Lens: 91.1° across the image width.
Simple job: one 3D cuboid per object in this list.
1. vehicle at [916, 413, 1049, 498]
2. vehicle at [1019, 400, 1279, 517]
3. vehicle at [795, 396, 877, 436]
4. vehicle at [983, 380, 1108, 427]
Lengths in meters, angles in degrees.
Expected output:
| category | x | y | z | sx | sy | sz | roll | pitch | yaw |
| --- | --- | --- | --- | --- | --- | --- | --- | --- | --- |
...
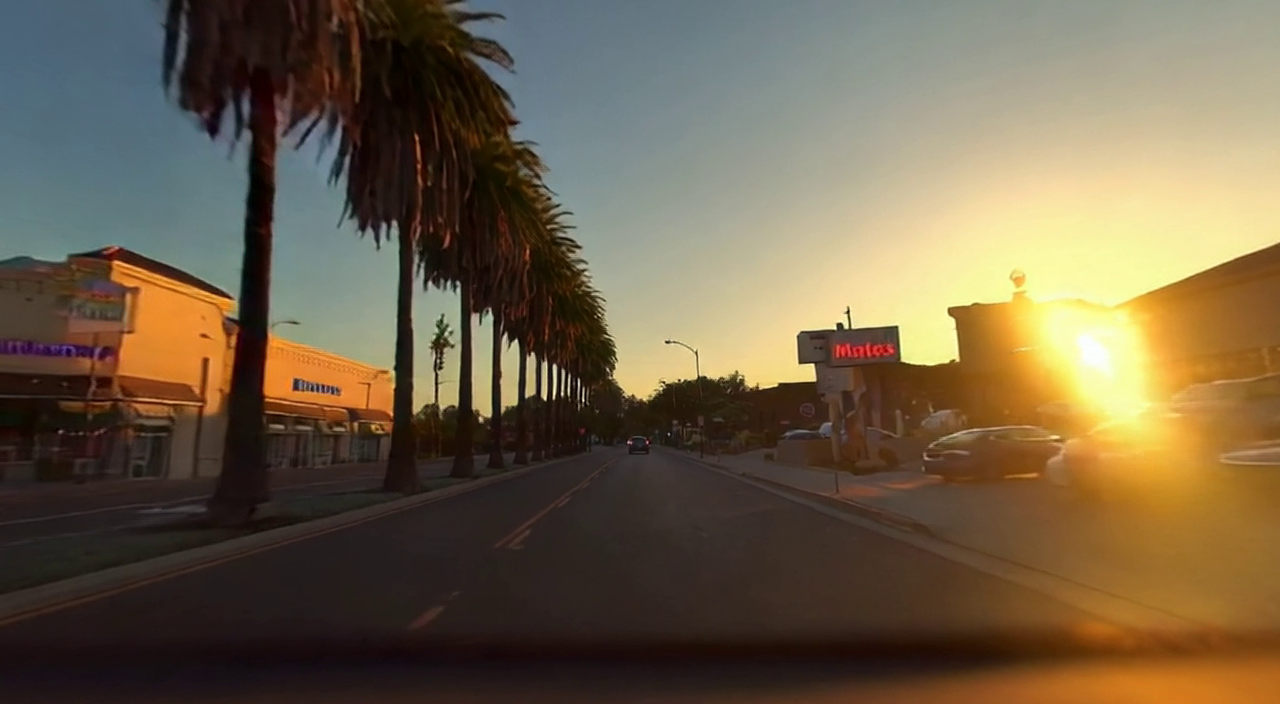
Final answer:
| category | x | y | z | sx | sy | sz | roll | pitch | yaw |
| --- | --- | --- | --- | --- | --- | --- | --- | --- | --- |
| vehicle | 9.468 | 3.099 | 17.853 | 1.917 | 1.876 | 4.629 | -6 | -15 | 12 |
| vehicle | 9.447 | 2.020 | 11.956 | 1.655 | 1.820 | 3.969 | 0 | -10 | -5 |
| vehicle | 11.683 | 3.864 | 37.231 | 5.186 | 2.000 | 2.226 | 9 | -13 | -41 |
| vehicle | 22.370 | 2.922 | 34.803 | 5.257 | 1.921 | 2.104 | -13 | -15 | 42 |
